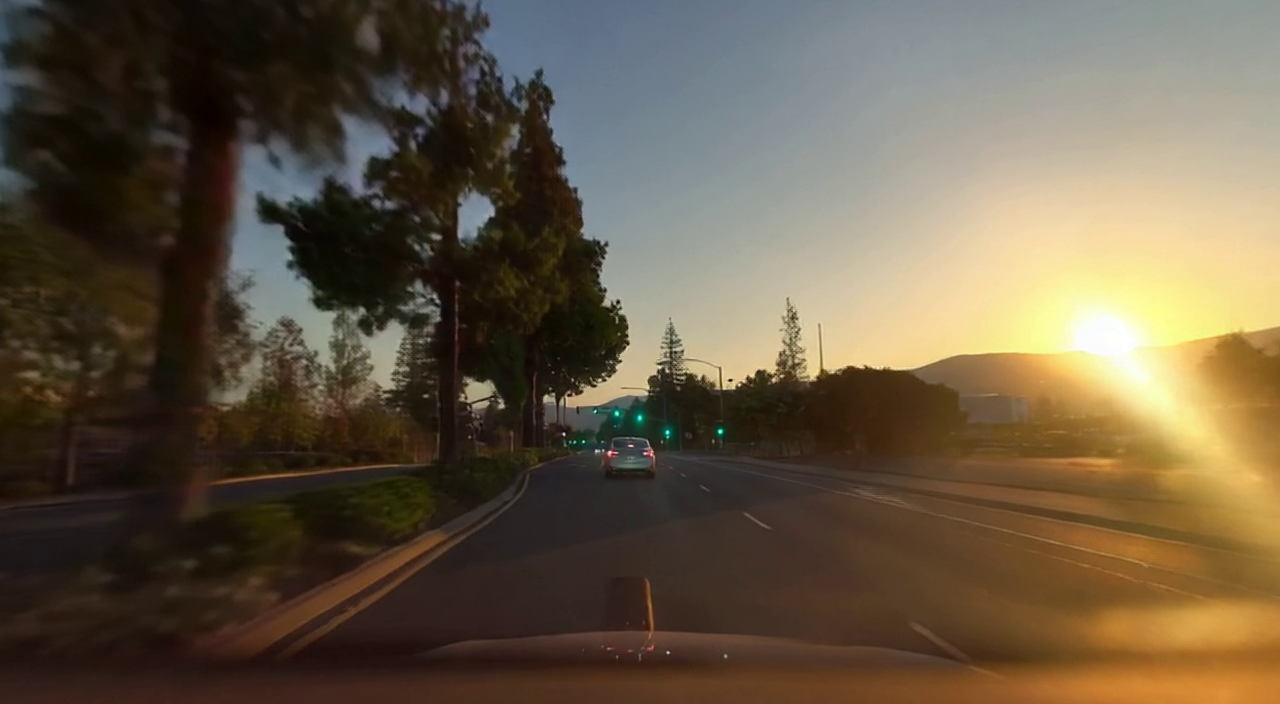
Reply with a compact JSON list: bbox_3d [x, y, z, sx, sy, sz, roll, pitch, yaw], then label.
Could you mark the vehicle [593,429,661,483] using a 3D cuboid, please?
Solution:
[{"bbox_3d":[-0.456,3.704,22.652,2.192,1.734,4.176,0,-8,-1],"label":"vehicle"}]
